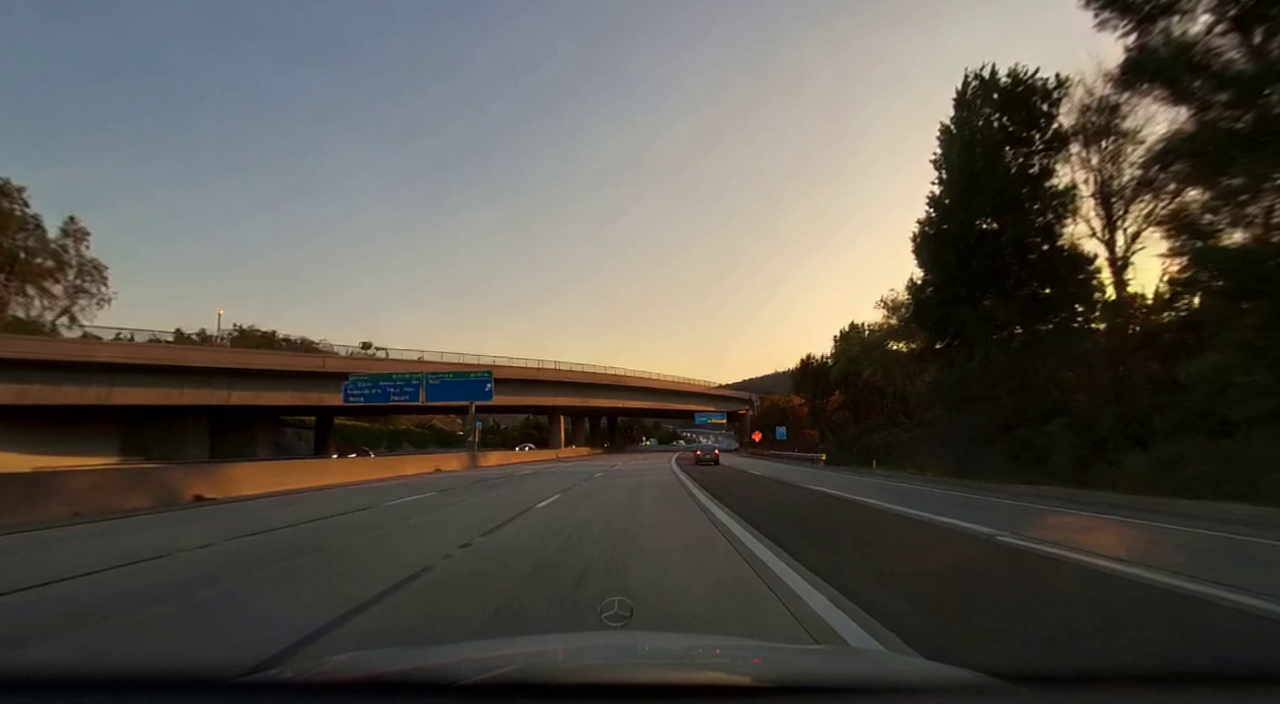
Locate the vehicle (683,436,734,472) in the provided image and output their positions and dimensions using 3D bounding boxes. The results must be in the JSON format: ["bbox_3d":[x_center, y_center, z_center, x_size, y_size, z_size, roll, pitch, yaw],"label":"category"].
[{"bbox_3d":[3.524,5.365,33.318,2.224,1.738,4.376,0,-9,0],"label":"vehicle"}]
